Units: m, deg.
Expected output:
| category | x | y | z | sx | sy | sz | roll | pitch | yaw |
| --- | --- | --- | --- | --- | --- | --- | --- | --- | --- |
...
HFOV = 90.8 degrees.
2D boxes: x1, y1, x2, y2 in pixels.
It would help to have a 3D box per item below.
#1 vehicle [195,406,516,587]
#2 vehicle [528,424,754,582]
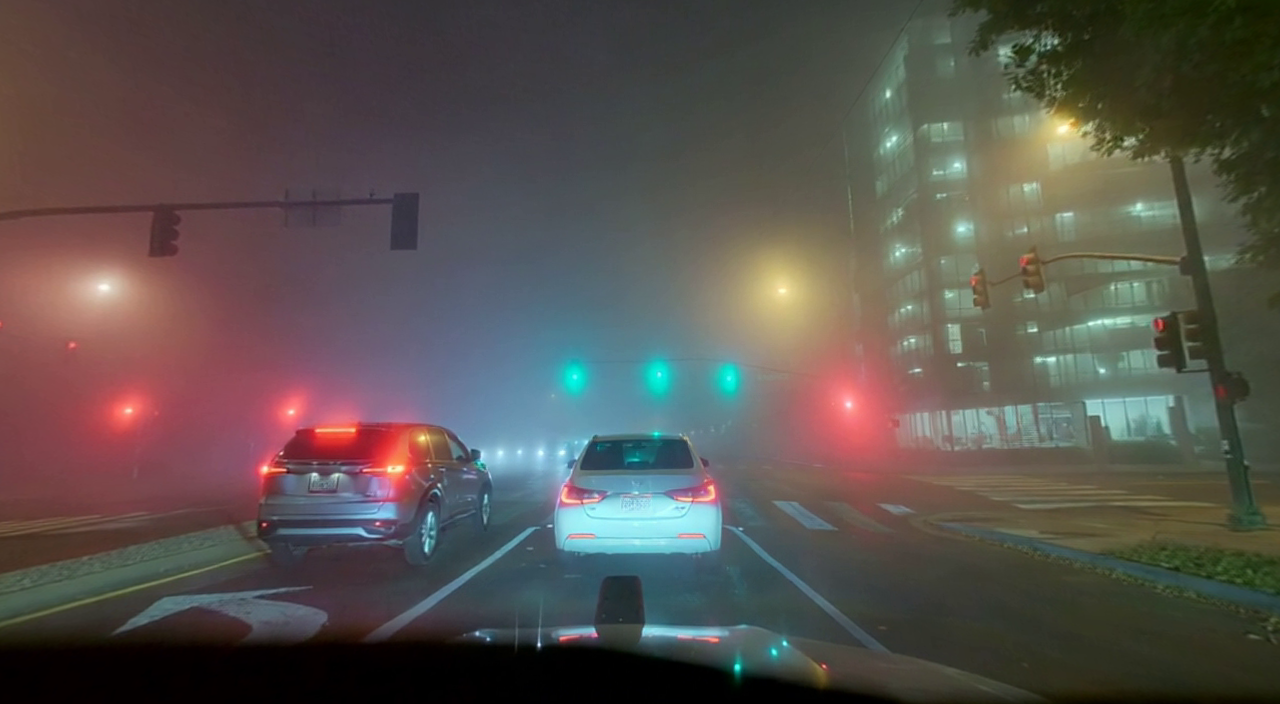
| category | x | y | z | sx | sy | sz | roll | pitch | yaw |
| --- | --- | --- | --- | --- | --- | --- | --- | --- | --- |
| vehicle | -3.176 | 1.709 | 8.337 | 2.081 | 1.719 | 4.434 | 0 | -8 | 1 |
| vehicle | 0.027 | 1.757 | 8.145 | 2.190 | 1.522 | 3.850 | 0 | -8 | 0 |
